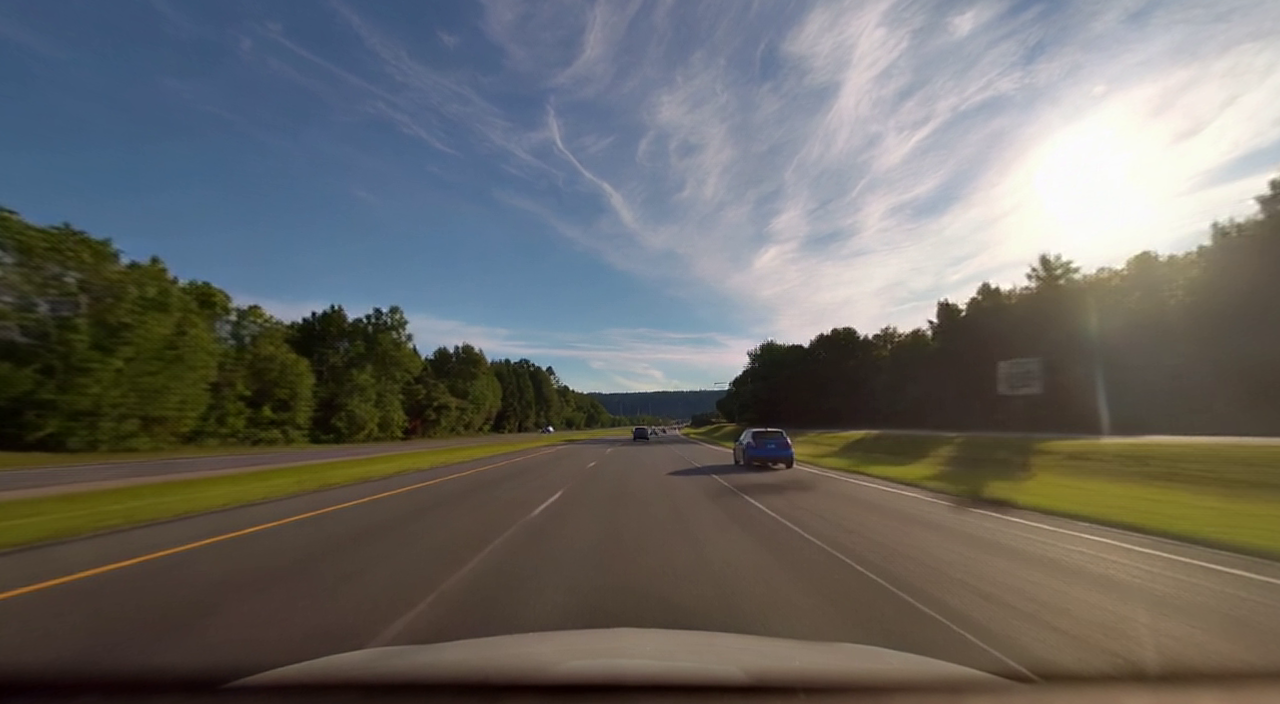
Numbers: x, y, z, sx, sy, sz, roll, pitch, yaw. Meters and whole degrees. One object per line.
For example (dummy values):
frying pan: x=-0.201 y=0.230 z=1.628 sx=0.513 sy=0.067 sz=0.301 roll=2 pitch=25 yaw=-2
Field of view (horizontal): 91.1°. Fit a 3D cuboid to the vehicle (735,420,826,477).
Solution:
vehicle: x=4.004 y=2.820 z=18.600 sx=1.765 sy=1.510 sz=3.762 roll=0 pitch=-8 yaw=-1
